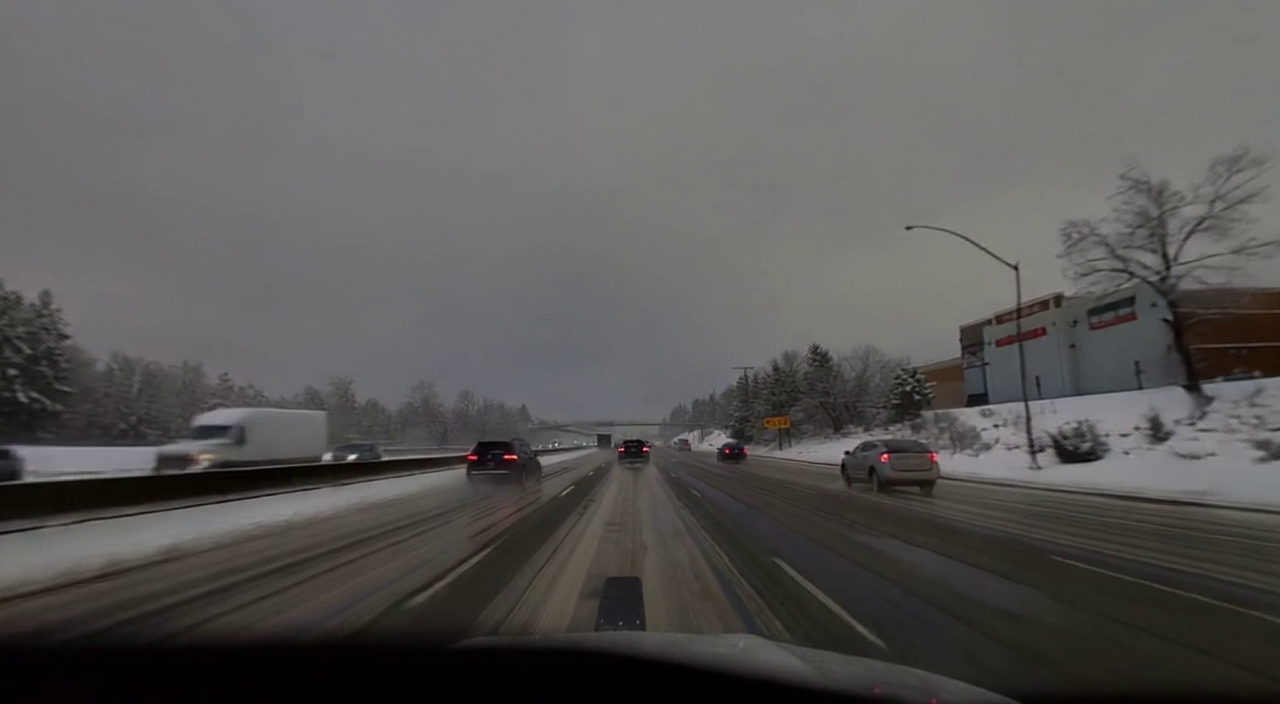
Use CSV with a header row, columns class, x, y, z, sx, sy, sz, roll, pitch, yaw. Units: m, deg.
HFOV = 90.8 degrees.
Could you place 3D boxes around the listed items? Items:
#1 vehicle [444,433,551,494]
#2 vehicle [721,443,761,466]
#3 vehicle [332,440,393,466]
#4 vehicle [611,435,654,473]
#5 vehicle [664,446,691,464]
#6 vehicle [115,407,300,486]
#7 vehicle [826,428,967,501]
class,x,y,z,sx,sy,sz,roll,pitch,yaw
vehicle,-4.188,3.354,19.443,2.126,1.631,4.643,0,-9,1
vehicle,6.714,6.898,42.567,1.879,1.428,4.402,0,-9,-1
vehicle,-21.387,7.812,48.954,2.093,1.851,5.667,0,-8,0
vehicle,-0.366,5.082,31.686,2.002,1.759,4.658,0,-8,0
vehicle,2.910,8.085,49.803,1.816,1.353,3.809,0,-8,-1
vehicle,-13.671,3.063,20.511,2.393,2.225,4.996,0,-9,0
vehicle,6.574,2.927,16.779,1.944,1.666,4.184,0,-9,0
